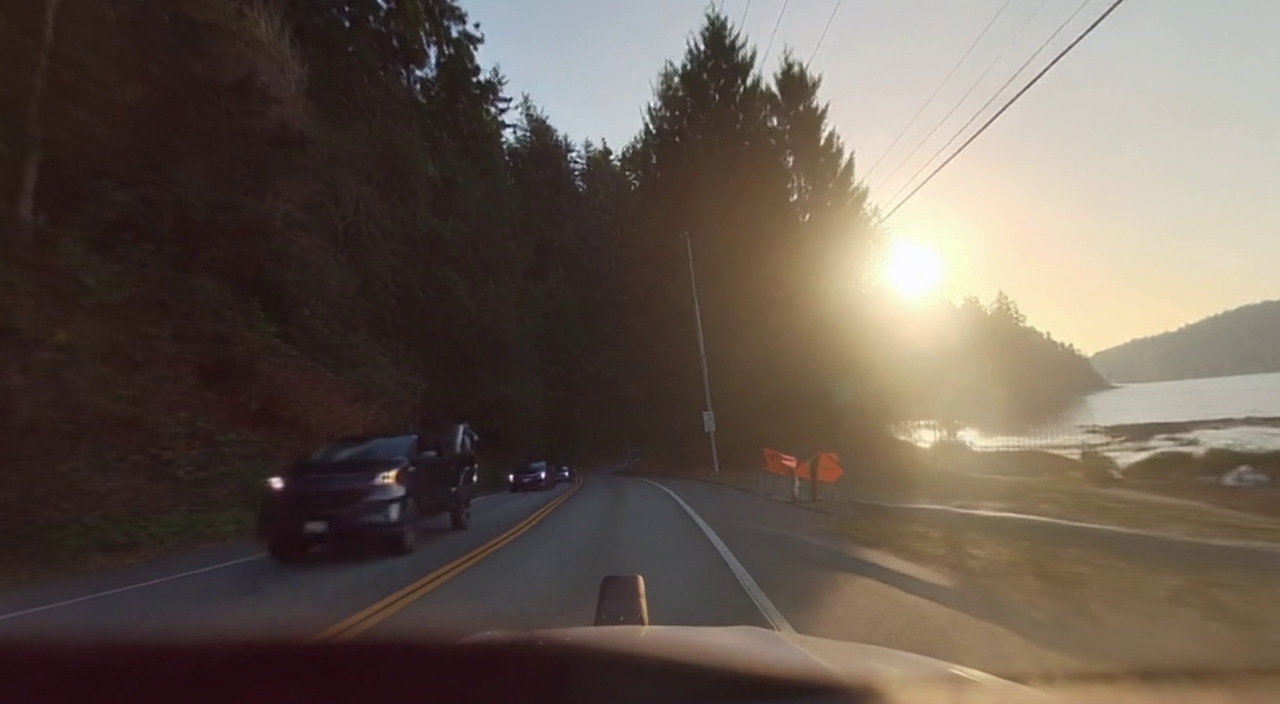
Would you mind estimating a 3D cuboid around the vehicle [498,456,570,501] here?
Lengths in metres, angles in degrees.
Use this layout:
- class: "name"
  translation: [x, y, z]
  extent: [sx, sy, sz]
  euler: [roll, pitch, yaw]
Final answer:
- class: "vehicle"
  translation: [-3.769, 4.576, 23.252]
  extent: [2.032, 1.444, 4.164]
  euler: [0, -9, -1]

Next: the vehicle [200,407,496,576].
- class: "vehicle"
  translation: [-4.027, 2.056, 10.078]
  extent: [2.221, 1.969, 5.153]
  euler: [0, -9, 0]
